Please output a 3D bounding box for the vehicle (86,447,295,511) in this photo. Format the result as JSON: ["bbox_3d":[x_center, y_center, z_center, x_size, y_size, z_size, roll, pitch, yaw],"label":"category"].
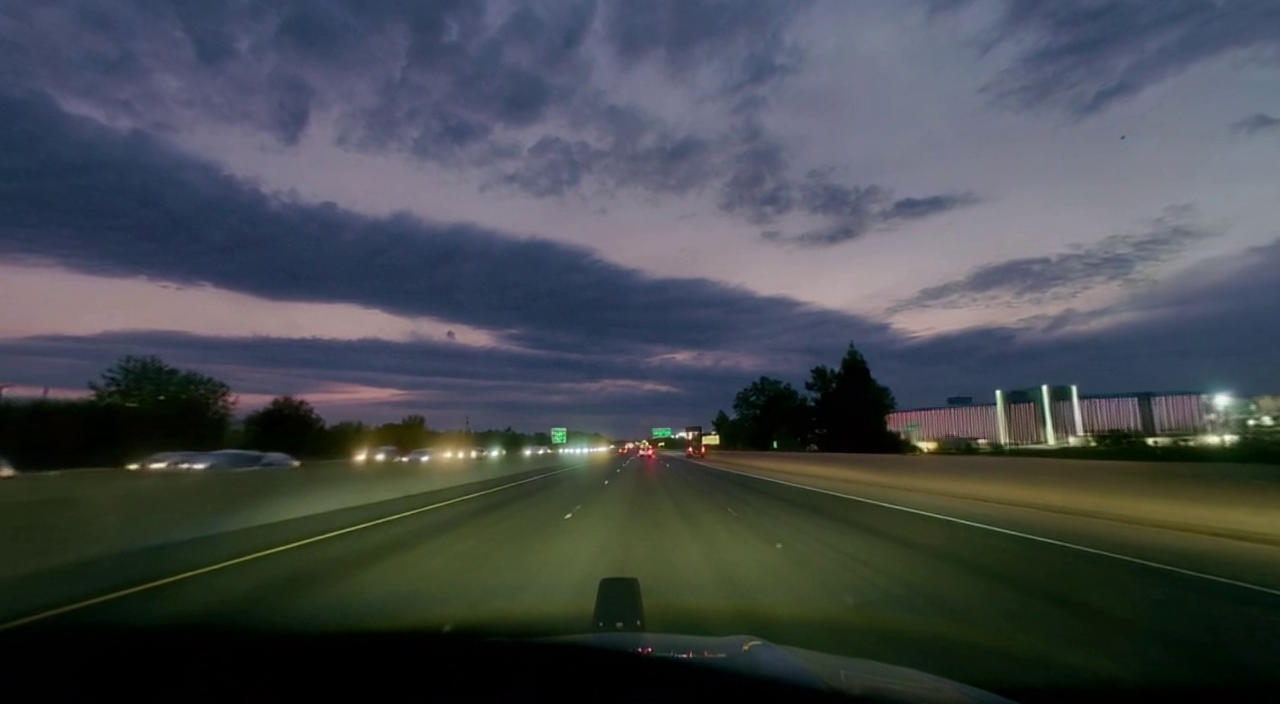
[{"bbox_3d":[-11.437,3.227,16.587,1.982,1.420,4.712,0,-9,1],"label":"vehicle"}]

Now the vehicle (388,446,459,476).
[{"bbox_3d":[-11.531,5.851,33.954,2.025,1.474,4.804,0,-9,1],"label":"vehicle"}]

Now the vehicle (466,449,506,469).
[{"bbox_3d":[-11.436,7.994,47.054,1.893,1.419,3.812,-1,-9,2],"label":"vehicle"}]

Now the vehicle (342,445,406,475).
[{"bbox_3d":[-15.238,6.204,36.357,1.841,1.586,4.041,0,-9,1],"label":"vehicle"}]
